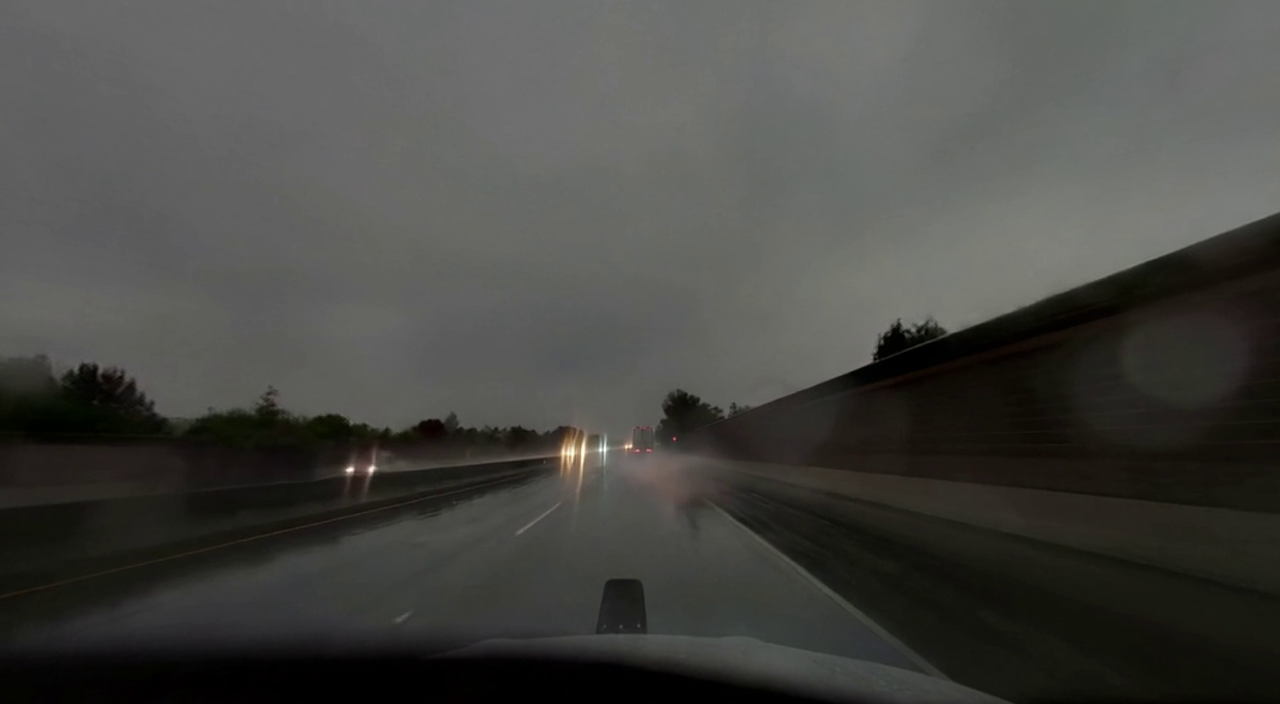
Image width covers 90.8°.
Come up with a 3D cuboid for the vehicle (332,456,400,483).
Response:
[{"bbox_3d":[-16.763,7.193,38.843,2.016,1.475,4.678,0,-9,1],"label":"vehicle"}]
